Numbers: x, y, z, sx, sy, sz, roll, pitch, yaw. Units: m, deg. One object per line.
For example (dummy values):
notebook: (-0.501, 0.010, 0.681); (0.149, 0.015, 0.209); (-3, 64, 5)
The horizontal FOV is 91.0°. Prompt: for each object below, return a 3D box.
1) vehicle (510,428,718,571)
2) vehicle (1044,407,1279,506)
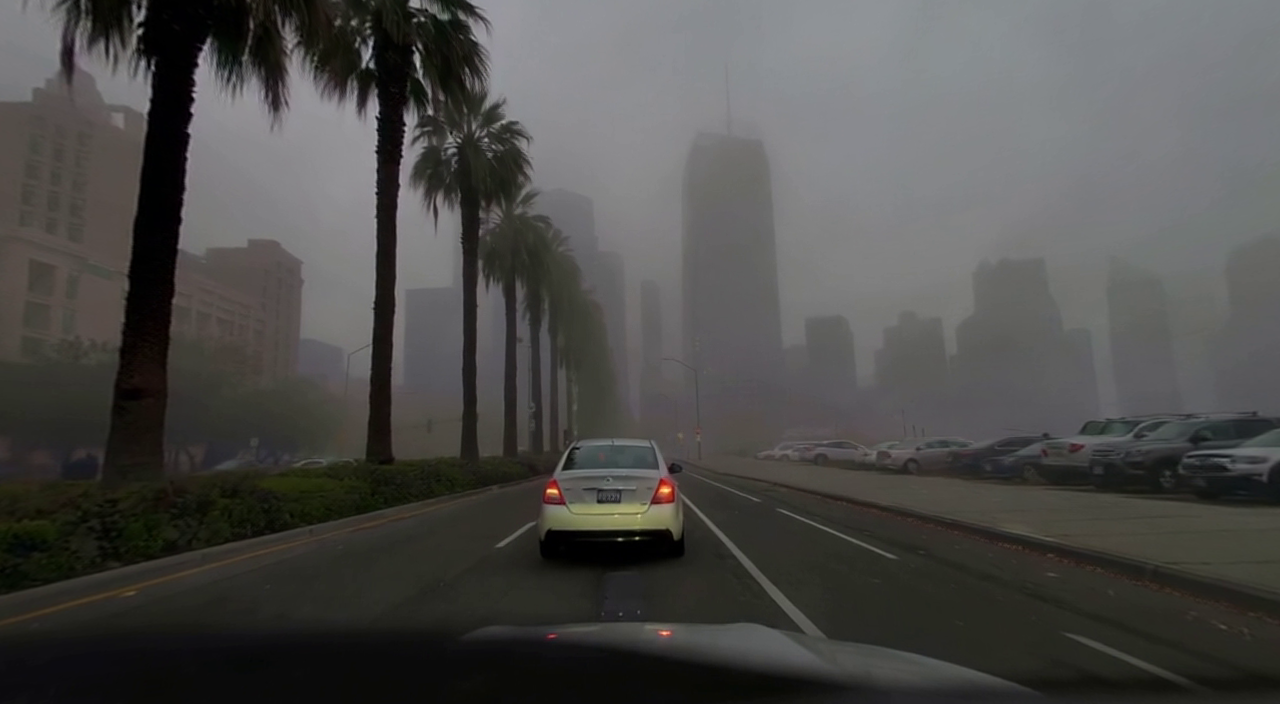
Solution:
vehicle: (-0.272, 1.881, 8.781); (2.235, 1.528, 3.876); (0, -8, 0)
vehicle: (12.897, 2.362, 14.535); (5.301, 1.962, 2.431); (-3, -8, 4)
